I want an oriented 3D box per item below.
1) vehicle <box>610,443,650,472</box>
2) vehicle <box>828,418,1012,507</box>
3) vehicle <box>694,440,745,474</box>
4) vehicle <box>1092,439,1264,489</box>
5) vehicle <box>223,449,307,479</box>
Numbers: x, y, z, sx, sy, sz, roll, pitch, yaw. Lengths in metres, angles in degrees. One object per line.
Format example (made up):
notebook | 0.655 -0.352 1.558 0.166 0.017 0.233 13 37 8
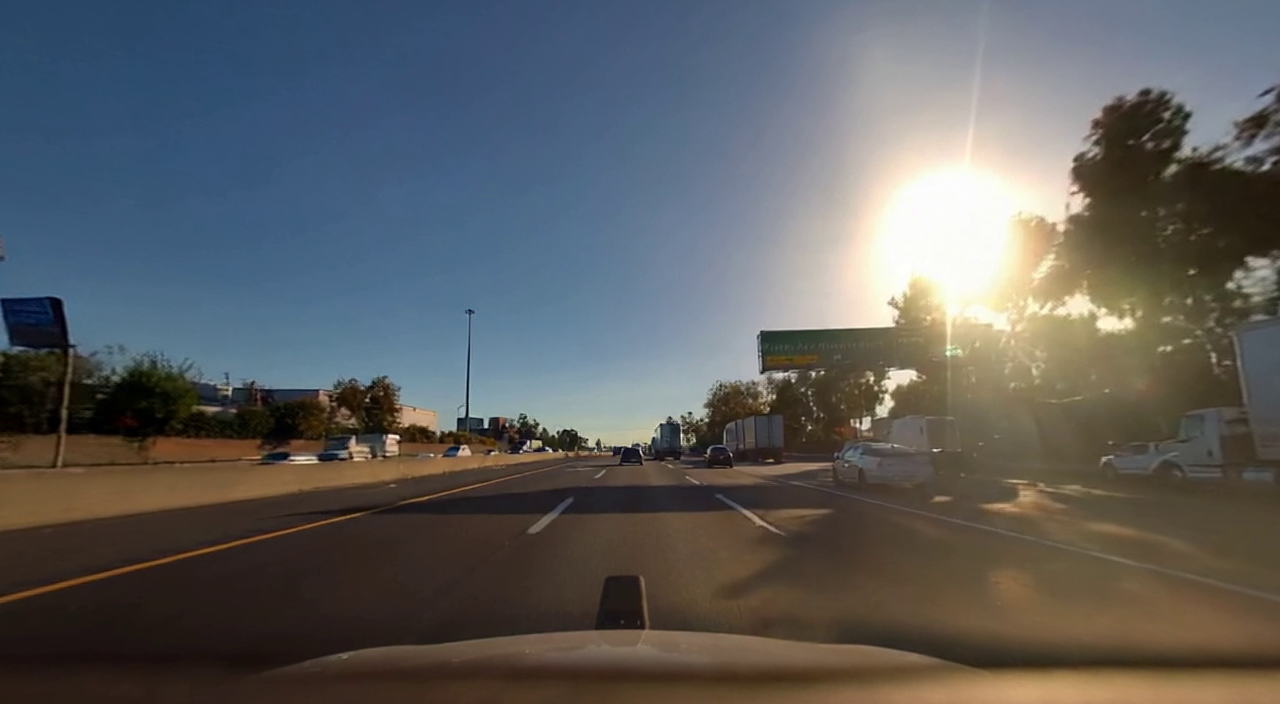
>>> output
vehicle | -0.539 5.970 35.928 2.163 1.551 4.180 0 -9 0
vehicle | 7.296 2.983 17.425 2.369 2.007 5.700 0 -9 -1
vehicle | 4.207 5.638 34.058 2.154 1.658 4.347 0 -9 0
vehicle | 22.173 4.626 26.497 2.150 1.866 5.885 0 -9 2
vehicle | -20.305 6.063 34.476 1.833 1.473 4.440 0 -9 1
